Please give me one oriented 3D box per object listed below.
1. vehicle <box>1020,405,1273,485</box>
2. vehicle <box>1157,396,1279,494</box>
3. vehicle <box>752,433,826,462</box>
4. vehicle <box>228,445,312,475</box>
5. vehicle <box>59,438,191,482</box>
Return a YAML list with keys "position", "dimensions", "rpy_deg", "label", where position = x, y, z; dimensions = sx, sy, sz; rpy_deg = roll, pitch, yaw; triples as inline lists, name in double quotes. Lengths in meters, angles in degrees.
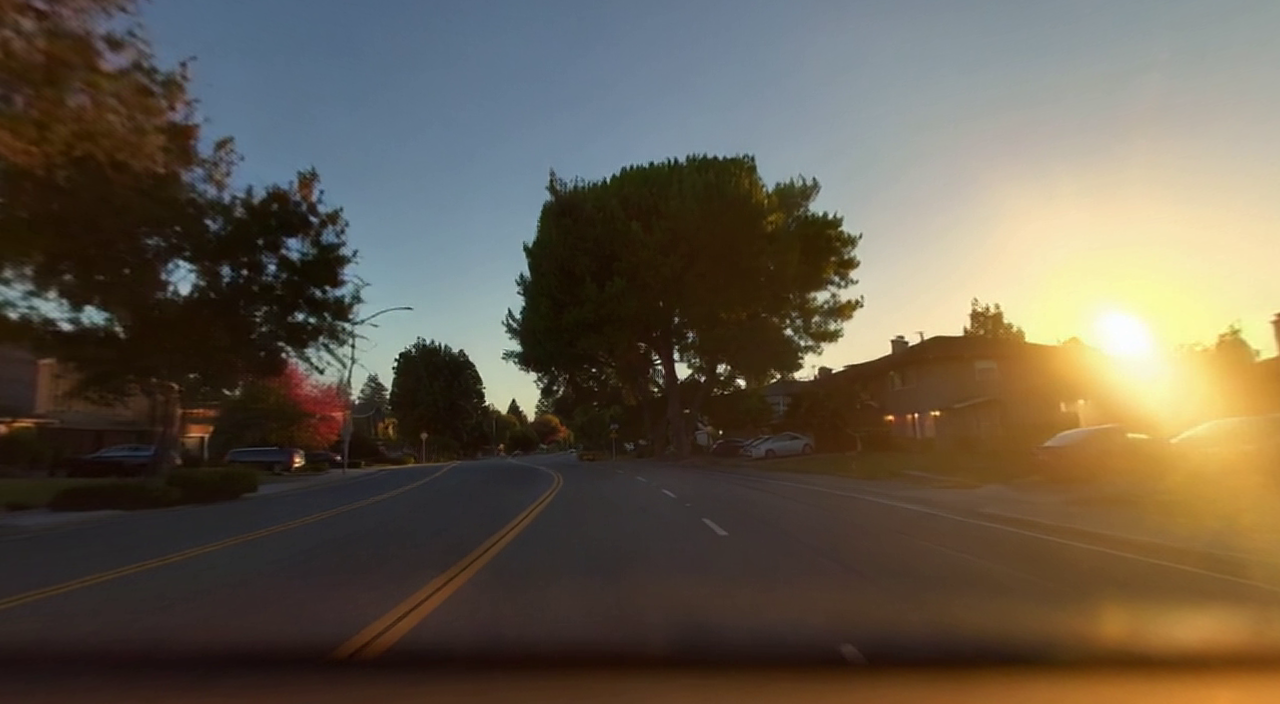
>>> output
- position: [14.600, 2.715, 18.493]
  dimensions: [5.283, 1.863, 2.150]
  rpy_deg: [-4, -8, 3]
  label: "vehicle"
- position: [14.755, 2.077, 14.198]
  dimensions: [4.350, 2.047, 1.841]
  rpy_deg: [-1, -8, 4]
  label: "vehicle"
- position: [10.573, 6.796, 44.994]
  dimensions: [4.693, 1.764, 2.265]
  rpy_deg: [-3, -8, 4]
  label: "vehicle"
- position: [-22.695, 6.614, 38.826]
  dimensions: [3.899, 1.729, 2.064]
  rpy_deg: [2, -9, -10]
  label: "vehicle"
- position: [-23.488, 4.923, 28.928]
  dimensions: [4.128, 1.861, 1.959]
  rpy_deg: [2, -9, -12]
  label: "vehicle"
